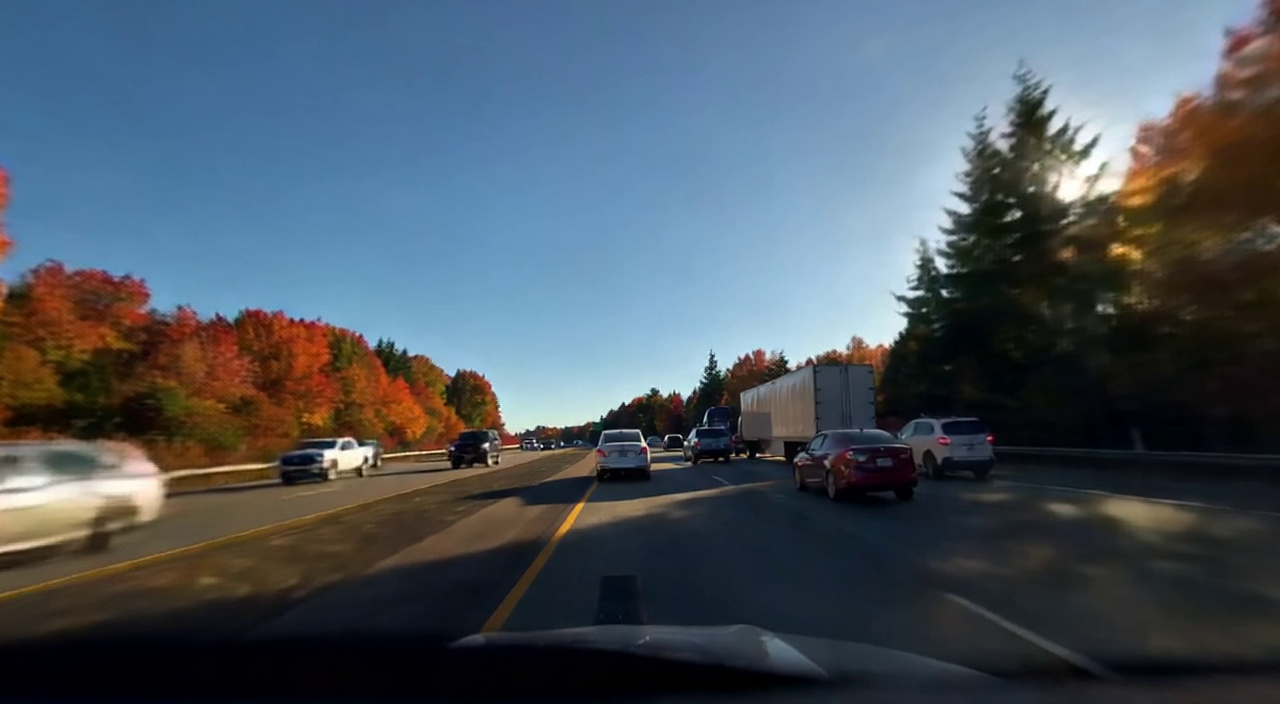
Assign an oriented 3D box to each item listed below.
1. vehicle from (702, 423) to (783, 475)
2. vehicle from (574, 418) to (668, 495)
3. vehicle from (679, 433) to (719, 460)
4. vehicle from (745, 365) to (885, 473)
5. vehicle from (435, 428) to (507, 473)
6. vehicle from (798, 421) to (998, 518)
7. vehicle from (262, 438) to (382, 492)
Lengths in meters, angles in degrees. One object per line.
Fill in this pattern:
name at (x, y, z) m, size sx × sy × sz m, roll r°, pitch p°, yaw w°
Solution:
vehicle at (3.603, 3.474, 22.814) m, size 2.147 × 1.707 × 3.963 m, roll 0°, pitch -8°, yaw -2°
vehicle at (-0.486, 2.648, 16.352) m, size 2.087 × 1.709 × 4.455 m, roll 0°, pitch -8°, yaw -2°
vehicle at (3.430, 5.571, 37.246) m, size 1.865 × 1.471 × 3.916 m, roll 0°, pitch -8°, yaw -2°
vehicle at (7.771, 3.411, 30.731) m, size 2.867 × 4.066 × 13.802 m, roll 0°, pitch -7°, yaw 0°
vehicle at (-8.356, 4.900, 31.665) m, size 2.243 × 2.051 × 5.305 m, roll 0°, pitch -8°, yaw -1°
vehicle at (4.598, 2.131, 12.027) m, size 2.040 × 1.523 × 4.068 m, roll 0°, pitch -8°, yaw -1°
vehicle at (-11.380, 4.003, 22.901) m, size 1.990 × 1.751 × 4.566 m, roll 0°, pitch -8°, yaw 0°
